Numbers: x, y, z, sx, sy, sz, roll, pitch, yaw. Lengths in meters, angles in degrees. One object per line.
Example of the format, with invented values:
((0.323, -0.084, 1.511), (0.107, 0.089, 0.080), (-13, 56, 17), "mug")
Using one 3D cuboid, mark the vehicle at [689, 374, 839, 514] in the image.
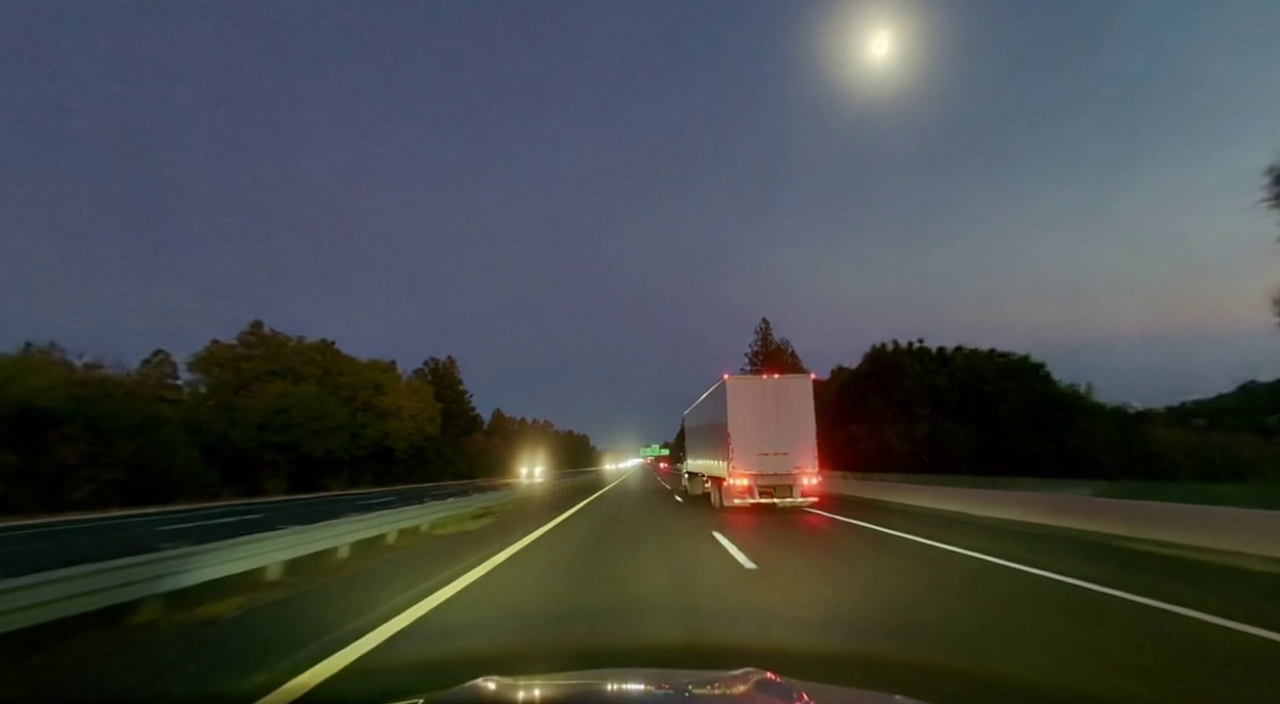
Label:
((4.175, 3.904, 25.331), (3.204, 4.102, 13.306), (1, -10, 0), "vehicle")
